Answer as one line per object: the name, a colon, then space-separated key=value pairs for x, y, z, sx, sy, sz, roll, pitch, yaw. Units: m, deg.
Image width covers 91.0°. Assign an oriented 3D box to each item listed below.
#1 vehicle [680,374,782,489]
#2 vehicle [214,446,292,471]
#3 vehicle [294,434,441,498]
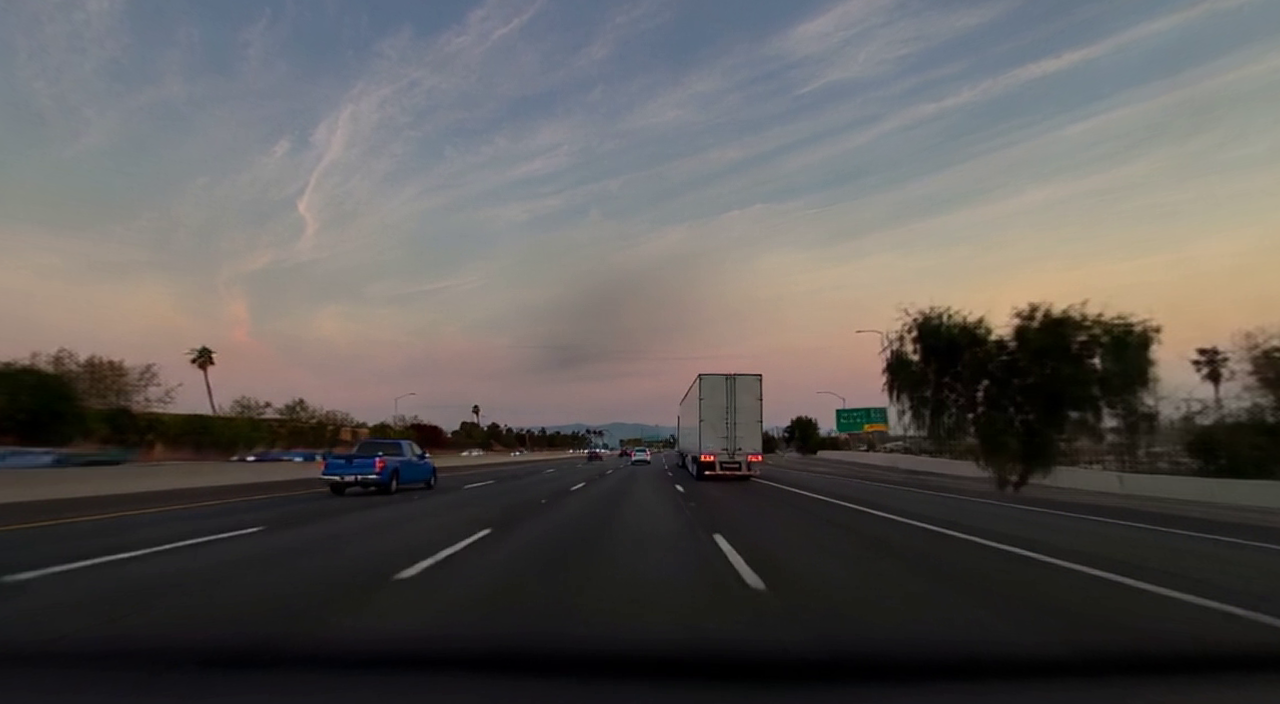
vehicle: x=3.770 y=4.049 z=30.818 sx=2.891 sy=4.123 sz=16.415 roll=0 pitch=-8 yaw=1
vehicle: x=-24.701 y=6.805 z=40.433 sx=1.915 sy=1.537 sz=4.691 roll=0 pitch=-9 yaw=2
vehicle: x=-8.139 y=3.450 z=19.482 sx=2.264 sy=1.728 sz=4.940 roll=0 pitch=-9 yaw=1
